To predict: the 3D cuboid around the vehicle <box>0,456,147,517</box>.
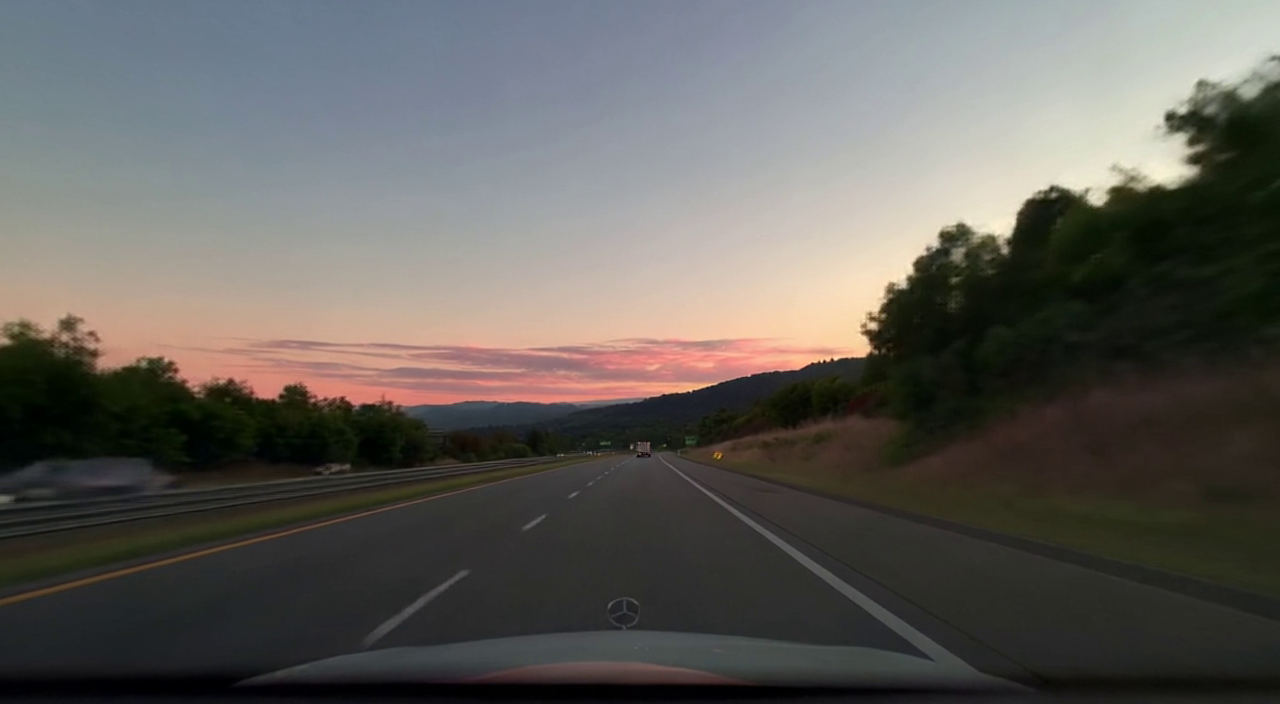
[{"bbox_3d":[-16.597,3.631,17.515,2.012,1.417,4.618,0,-9,1],"label":"vehicle"}]
